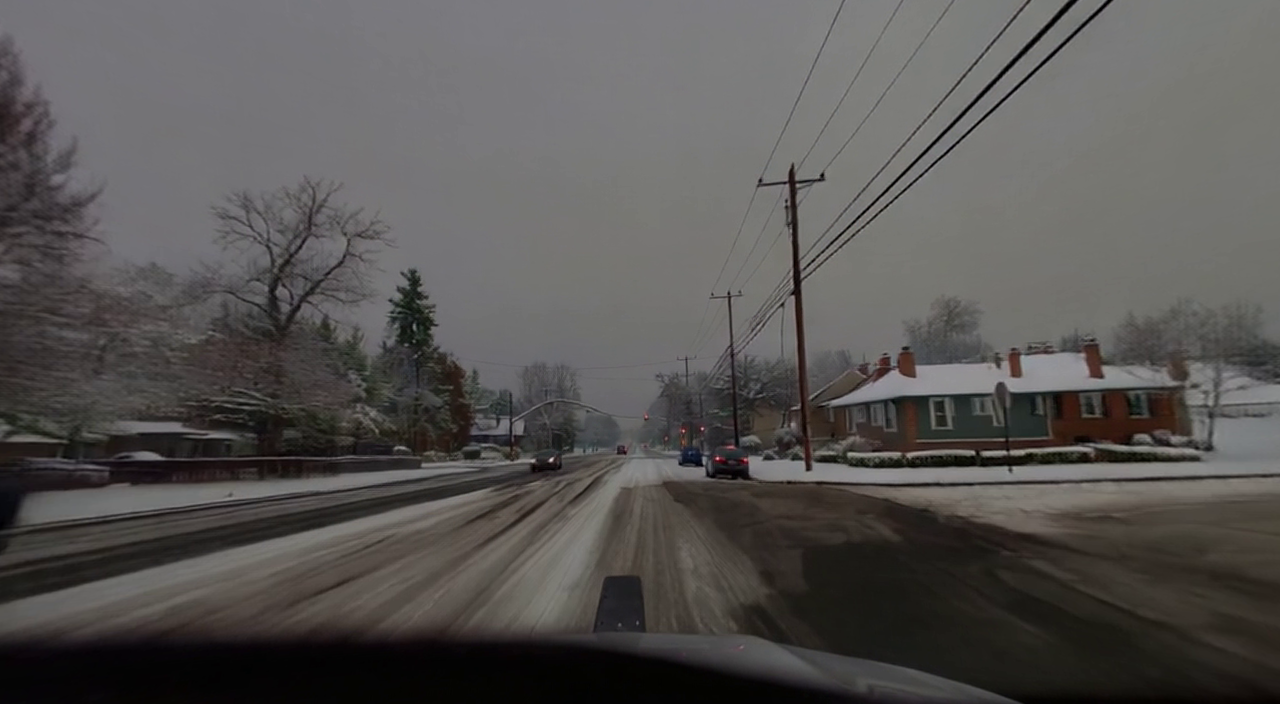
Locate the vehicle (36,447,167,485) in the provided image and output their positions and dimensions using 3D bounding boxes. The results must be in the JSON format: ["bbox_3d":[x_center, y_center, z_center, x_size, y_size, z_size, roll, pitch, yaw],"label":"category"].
[{"bbox_3d":[-28.639,6.054,33.725,4.750,1.845,2.382,-1,-8,-1],"label":"vehicle"}]

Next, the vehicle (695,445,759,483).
[{"bbox_3d":[3.736,4.885,27.940,2.031,1.500,4.590,-1,-8,-1],"label":"vehicle"}]

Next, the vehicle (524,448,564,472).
[{"bbox_3d":[-6.501,7.322,43.189,2.049,1.494,4.226,-1,-8,0],"label":"vehicle"}]

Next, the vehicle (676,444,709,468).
[{"bbox_3d":[3.977,7.986,48.707,2.020,1.690,4.621,-1,-9,-1],"label":"vehicle"}]
